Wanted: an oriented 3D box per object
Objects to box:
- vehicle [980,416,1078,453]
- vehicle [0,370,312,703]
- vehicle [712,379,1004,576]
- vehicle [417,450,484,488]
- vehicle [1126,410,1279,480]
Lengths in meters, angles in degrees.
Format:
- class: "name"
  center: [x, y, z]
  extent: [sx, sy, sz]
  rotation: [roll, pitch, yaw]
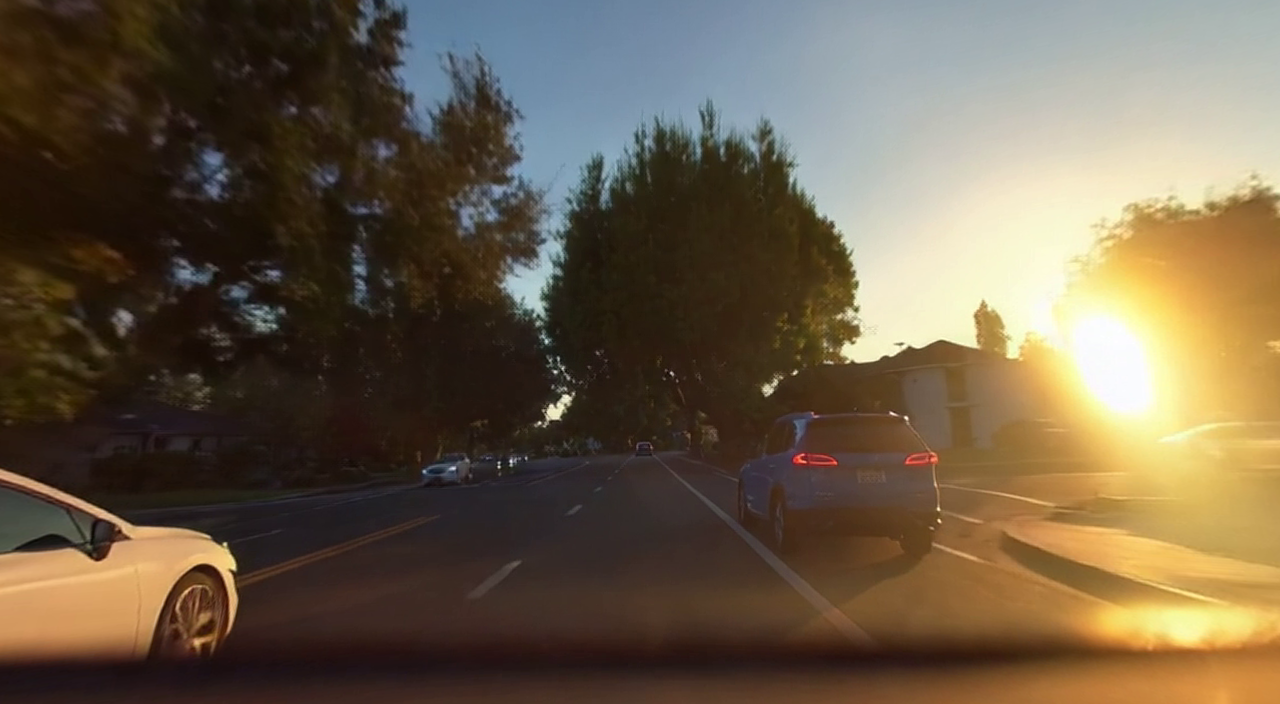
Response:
- class: "vehicle"
  center: [19.810, 4.294, 32.367]
  extent: [1.984, 1.740, 4.601]
  rotation: [0, -8, -1]
- class: "vehicle"
  center: [-3.290, 0.871, 1.988]
  extent: [2.058, 1.659, 4.514]
  rotation: [0, -8, 0]
- class: "vehicle"
  center: [2.624, 1.732, 9.517]
  extent: [2.338, 2.063, 5.592]
  rotation: [0, -8, -1]
- class: "vehicle"
  center: [-9.457, 5.873, 31.876]
  extent: [2.058, 1.718, 4.232]
  rotation: [0, -8, 0]
- class: "vehicle"
  center: [15.808, 2.425, 16.517]
  extent: [4.392, 1.701, 1.991]
  rotation: [-1, -8, 1]
